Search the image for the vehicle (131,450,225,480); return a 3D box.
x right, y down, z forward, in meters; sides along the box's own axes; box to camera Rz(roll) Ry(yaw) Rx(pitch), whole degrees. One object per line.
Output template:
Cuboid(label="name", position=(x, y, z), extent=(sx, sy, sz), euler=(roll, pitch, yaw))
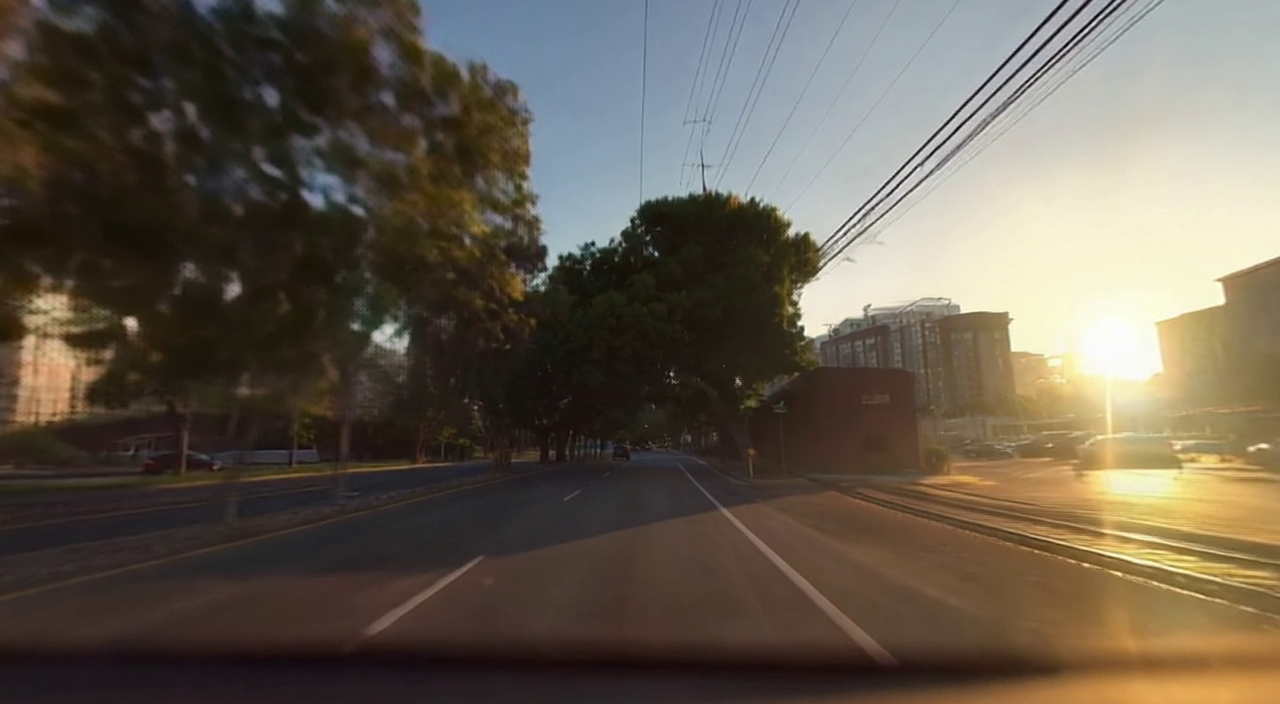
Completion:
Cuboid(label="vehicle", position=(-25.188, 6.153, 34.545), extent=(1.805, 1.461, 4.321), euler=(0, -8, 1))
